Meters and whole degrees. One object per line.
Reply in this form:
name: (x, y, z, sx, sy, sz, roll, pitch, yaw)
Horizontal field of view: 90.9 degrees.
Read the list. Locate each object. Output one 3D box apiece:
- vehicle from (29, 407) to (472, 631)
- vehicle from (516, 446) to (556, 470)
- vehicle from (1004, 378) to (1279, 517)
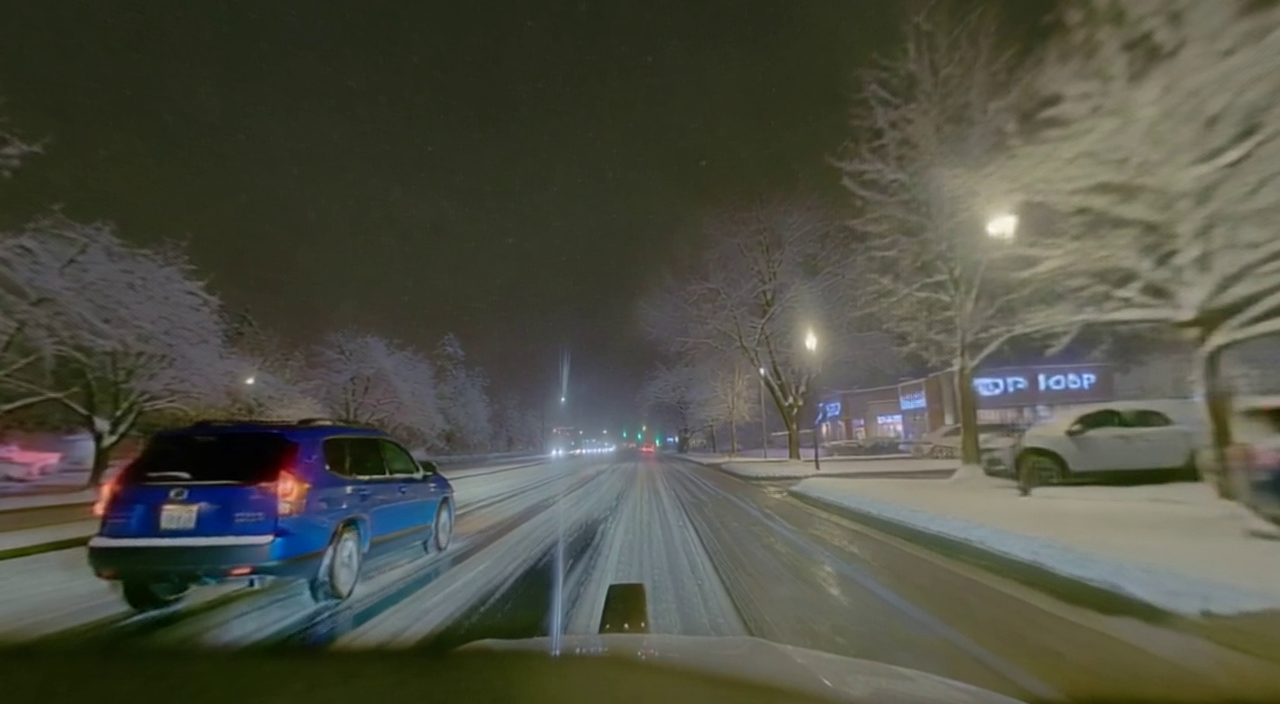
vehicle: (-3.468, 1.553, 6.838, 2.127, 1.654, 4.121, 0, -8, 0)
vehicle: (-7.093, 7.288, 43.562, 1.990, 1.483, 4.410, 0, -8, 0)
vehicle: (9.091, 1.489, 10.238, 4.953, 1.853, 2.245, -7, -9, 18)
